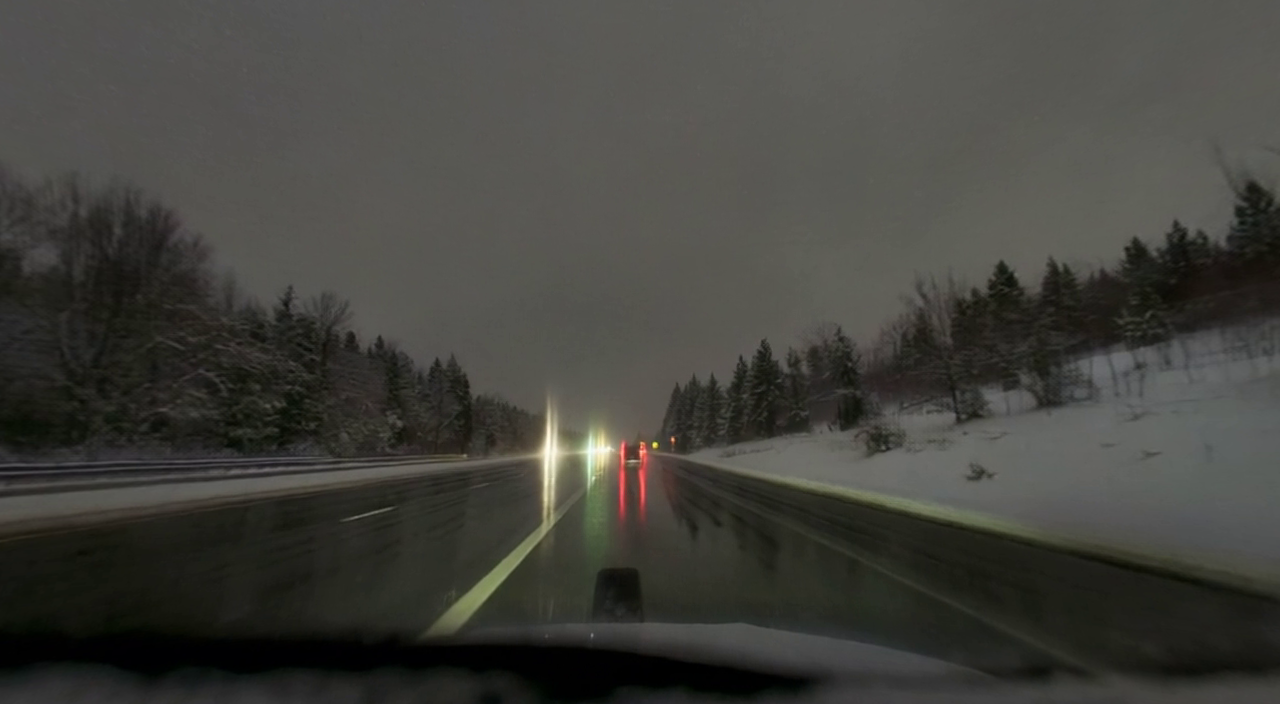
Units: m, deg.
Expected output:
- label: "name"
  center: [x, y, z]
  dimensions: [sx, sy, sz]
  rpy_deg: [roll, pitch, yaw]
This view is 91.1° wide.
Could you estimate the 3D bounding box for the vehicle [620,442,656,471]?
- label: "vehicle"
  center: [-0.153, 6.540, 39.428]
  dimensions: [2.120, 1.715, 4.153]
  rpy_deg: [0, -9, -1]
